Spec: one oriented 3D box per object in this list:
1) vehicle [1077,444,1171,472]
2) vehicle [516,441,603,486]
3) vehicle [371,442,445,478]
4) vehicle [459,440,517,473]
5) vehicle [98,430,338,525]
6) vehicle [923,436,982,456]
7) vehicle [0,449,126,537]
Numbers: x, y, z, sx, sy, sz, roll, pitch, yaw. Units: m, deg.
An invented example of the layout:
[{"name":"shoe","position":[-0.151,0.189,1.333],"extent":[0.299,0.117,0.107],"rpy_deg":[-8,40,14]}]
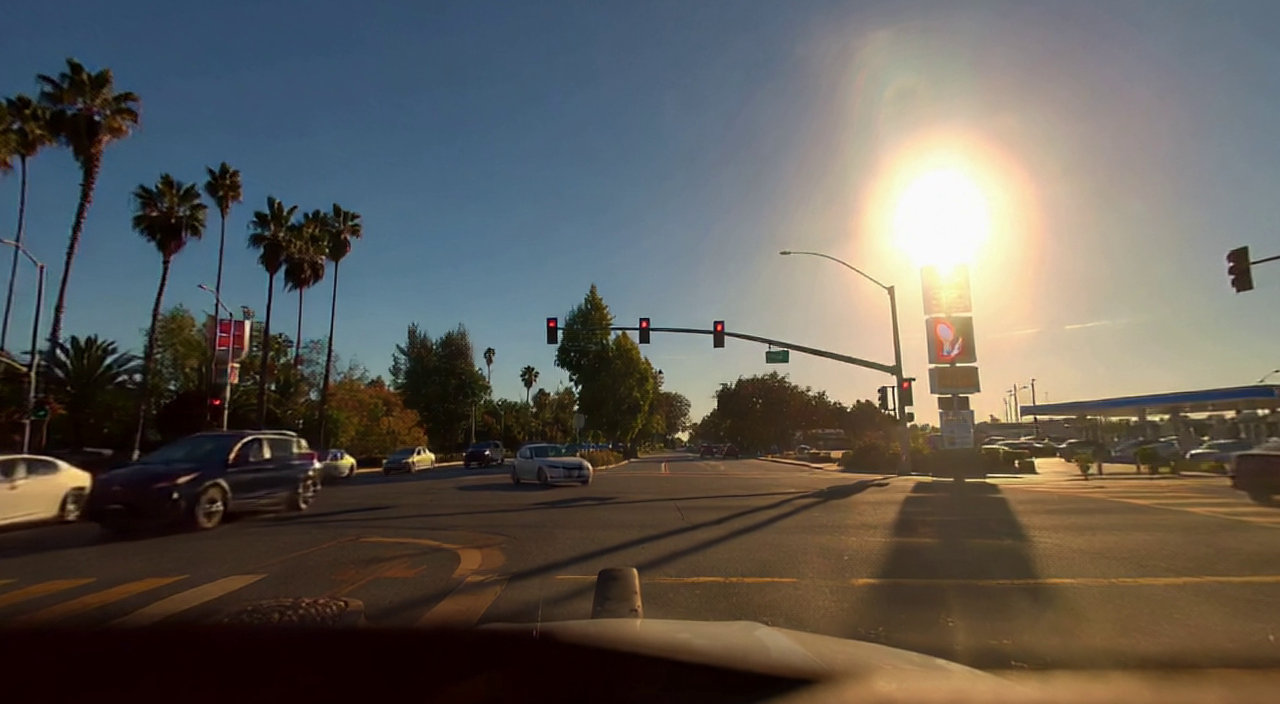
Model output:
[{"name":"vehicle","position":[24.270,5.304,31.739],"extent":[3.474,1.376,1.538],"rpy_deg":[0,-9,-2]},{"name":"vehicle","position":[-3.089,4.068,23.360],"extent":[1.983,1.464,4.579],"rpy_deg":[4,-9,-23]},{"name":"vehicle","position":[-11.856,5.531,32.657],"extent":[1.973,1.712,4.872],"rpy_deg":[0,-9,0]},{"name":"vehicle","position":[-8.526,5.911,35.950],"extent":[2.124,1.701,4.551],"rpy_deg":[0,-9,1]},{"name":"vehicle","position":[-8.489,2.552,13.329],"extent":[2.156,1.662,4.186],"rpy_deg":[0,-9,0]},{"name":"vehicle","position":[22.550,6.770,45.661],"extent":[3.356,1.395,1.559],"rpy_deg":[0,-9,-1]},{"name":"vehicle","position":[-11.768,2.423,10.926],"extent":[1.966,1.455,4.493],"rpy_deg":[0,-9,-1]}]
